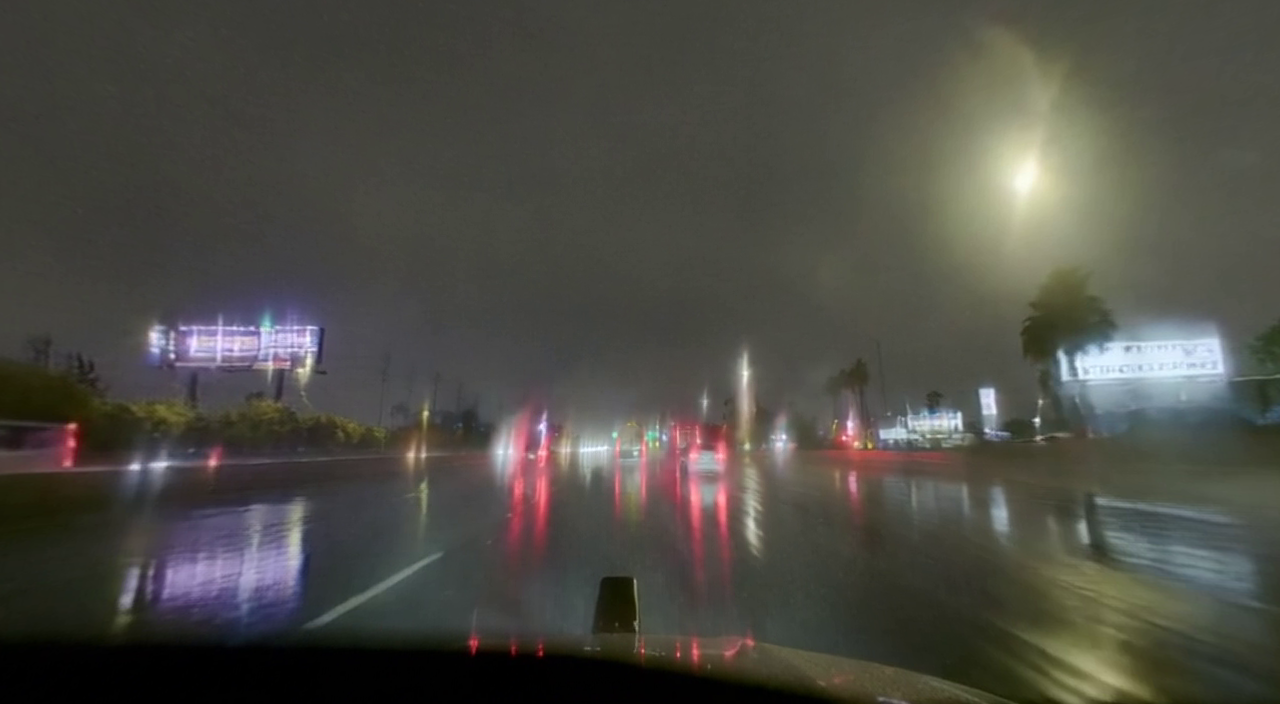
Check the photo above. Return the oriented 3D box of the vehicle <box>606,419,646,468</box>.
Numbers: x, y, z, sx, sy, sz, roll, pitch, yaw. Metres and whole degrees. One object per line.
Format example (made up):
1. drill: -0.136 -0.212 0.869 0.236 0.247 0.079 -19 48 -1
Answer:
1. vehicle: -0.927 5.992 41.269 2.364 2.953 6.495 0 -8 -2

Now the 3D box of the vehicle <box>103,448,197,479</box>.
1. vehicle: -31.347 7.118 40.616 2.126 1.827 4.880 0 -9 -1

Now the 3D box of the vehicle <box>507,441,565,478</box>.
1. vehicle: -4.920 5.132 30.498 2.021 1.598 4.887 0 -9 -1

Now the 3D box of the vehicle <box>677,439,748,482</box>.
1. vehicle: 2.872 4.414 26.058 2.175 1.598 4.584 0 -9 -3
